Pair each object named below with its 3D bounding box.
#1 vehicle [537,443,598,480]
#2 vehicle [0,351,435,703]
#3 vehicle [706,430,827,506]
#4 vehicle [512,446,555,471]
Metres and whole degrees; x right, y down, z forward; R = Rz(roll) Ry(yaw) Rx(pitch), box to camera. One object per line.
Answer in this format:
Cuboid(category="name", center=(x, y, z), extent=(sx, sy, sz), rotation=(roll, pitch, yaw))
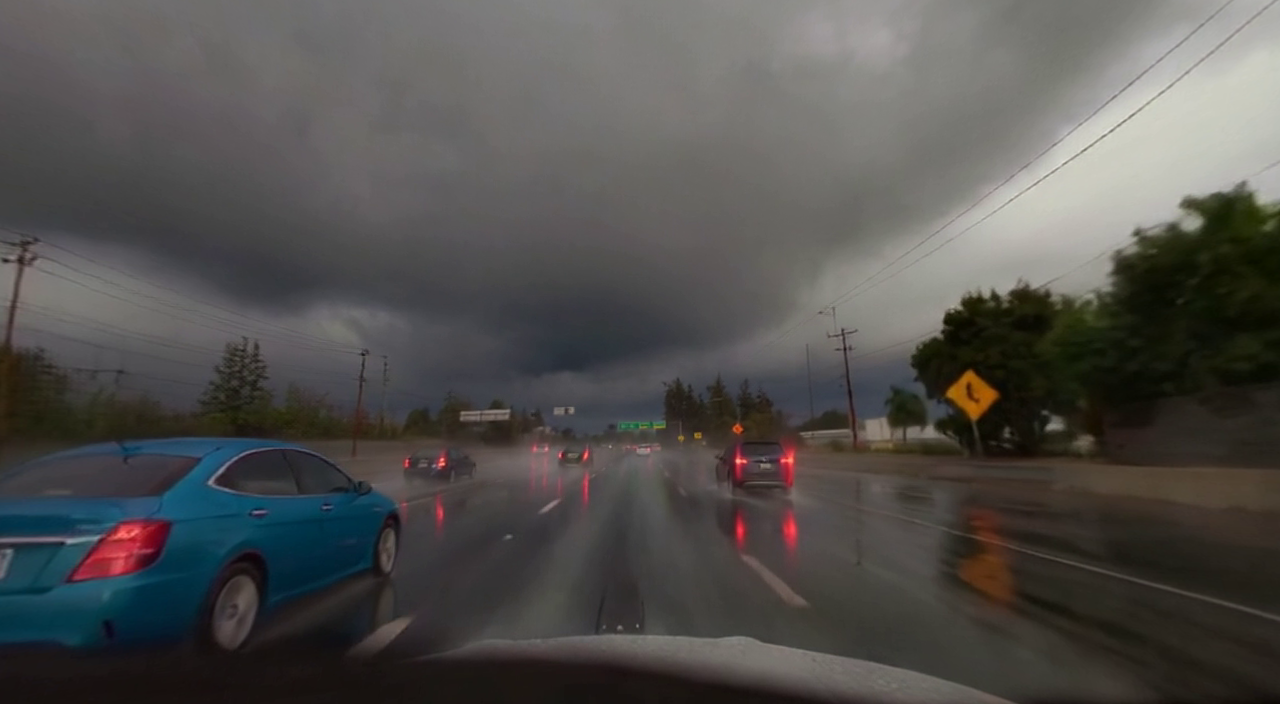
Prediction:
Cuboid(category="vehicle", center=(-3.114, 4.808, 28.009), extent=(2.066, 1.488, 4.377), rotation=(-1, -9, 2))
Cuboid(category="vehicle", center=(-3.248, 1.175, 4.520), extent=(2.104, 1.707, 4.338), rotation=(0, -9, 0))
Cuboid(category="vehicle", center=(3.027, 2.901, 16.179), extent=(2.100, 1.659, 4.387), rotation=(0, -9, -1))
Cuboid(category="vehicle", center=(-6.590, 6.665, 39.631), extent=(1.877, 1.474, 4.475), rotation=(0, -9, 0))
